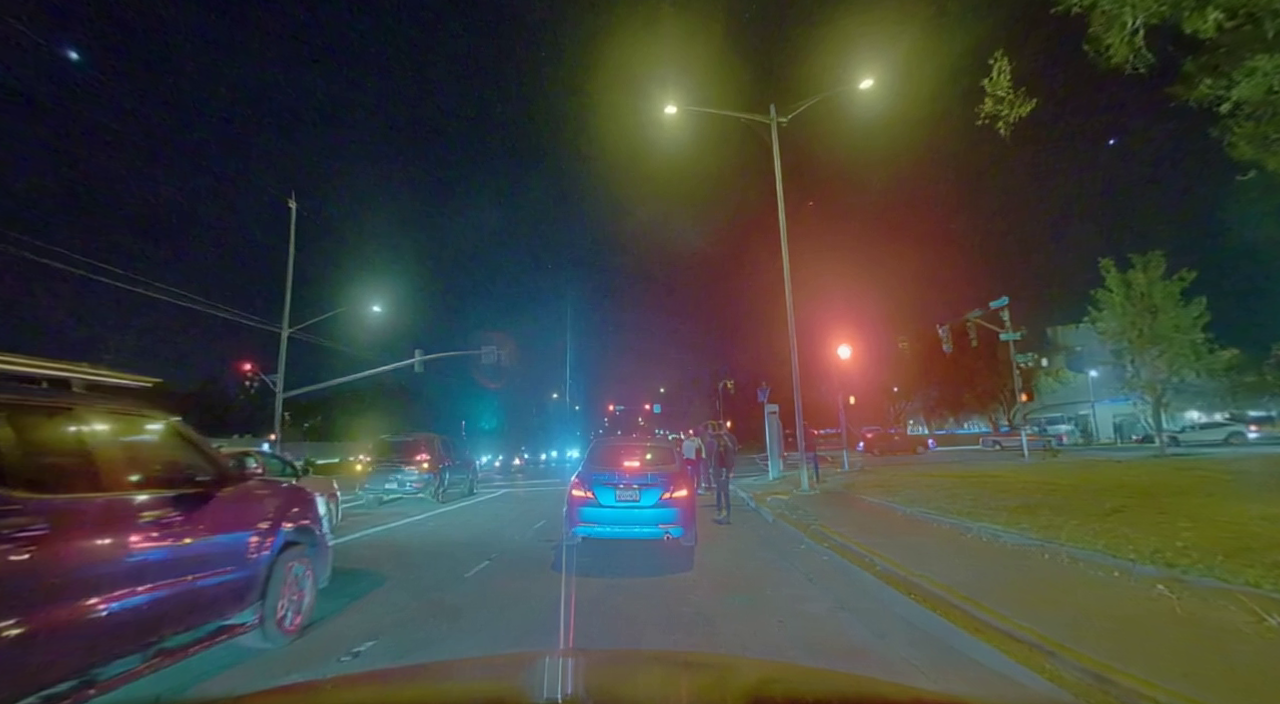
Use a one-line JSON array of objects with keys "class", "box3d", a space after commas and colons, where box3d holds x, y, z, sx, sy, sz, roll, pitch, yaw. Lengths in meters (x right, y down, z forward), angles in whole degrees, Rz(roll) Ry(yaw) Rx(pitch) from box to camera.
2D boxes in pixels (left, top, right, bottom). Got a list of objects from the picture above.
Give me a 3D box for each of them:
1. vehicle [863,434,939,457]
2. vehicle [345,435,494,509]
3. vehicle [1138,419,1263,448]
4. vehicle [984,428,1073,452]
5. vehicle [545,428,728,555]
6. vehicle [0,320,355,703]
[{"class": "vehicle", "box3d": [17.509, 6.262, 42.120, 4.441, 1.452, 1.798, -5, -10, 30]}, {"class": "vehicle", "box3d": [-6.132, 3.406, 18.347, 2.230, 1.811, 5.183, -1, -9, 3]}, {"class": "vehicle", "box3d": [30.719, 4.546, 34.625, 4.739, 1.472, 1.804, -5, -10, 29]}, {"class": "vehicle", "box3d": [23.851, 5.454, 38.706, 4.454, 1.440, 1.816, -5, -10, 30]}, {"class": "vehicle", "box3d": [-0.031, 1.992, 9.632, 2.182, 1.501, 4.150, 0, -9, 0]}, {"class": "vehicle", "box3d": [-3.555, 0.843, 2.679, 2.223, 1.826, 4.990, 0, -9, 1]}]
